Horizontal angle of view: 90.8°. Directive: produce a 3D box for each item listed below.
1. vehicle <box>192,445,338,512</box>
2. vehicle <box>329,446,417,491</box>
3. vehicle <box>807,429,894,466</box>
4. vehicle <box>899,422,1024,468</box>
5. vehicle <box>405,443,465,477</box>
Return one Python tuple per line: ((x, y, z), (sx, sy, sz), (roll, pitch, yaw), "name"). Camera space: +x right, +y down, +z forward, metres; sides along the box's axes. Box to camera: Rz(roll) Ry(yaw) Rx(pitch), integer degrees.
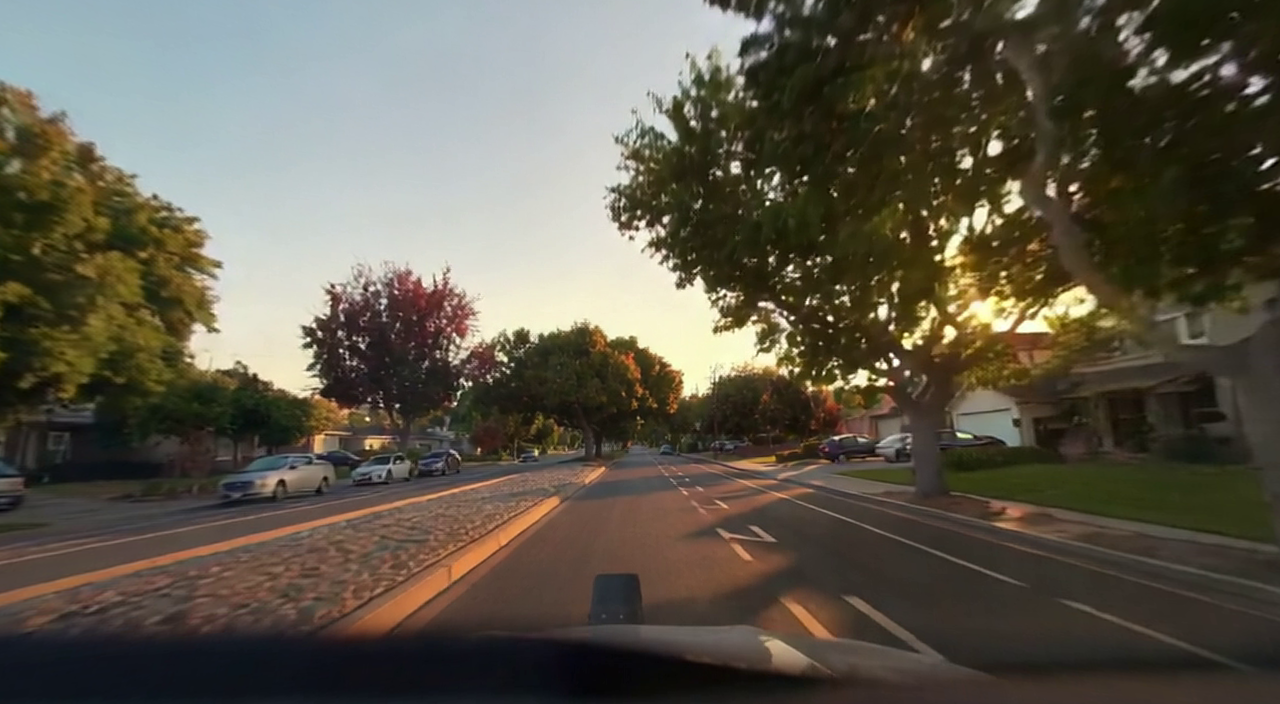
((-12.211, 4.073, 21.081), (1.962, 1.735, 4.927), (-2, -7, -1), "vehicle")
((-12.184, 5.309, 29.239), (2.007, 1.663, 5.077), (-2, -7, -1), "vehicle")
((12.124, 5.500, 36.570), (4.194, 1.850, 1.951), (-2, -7, -4), "vehicle")
((14.528, 4.209, 28.785), (4.498, 1.831, 2.059), (-2, -7, -1), "vehicle")
((-12.364, 6.526, 38.494), (2.105, 1.930, 4.541), (0, -8, 0), "vehicle")
